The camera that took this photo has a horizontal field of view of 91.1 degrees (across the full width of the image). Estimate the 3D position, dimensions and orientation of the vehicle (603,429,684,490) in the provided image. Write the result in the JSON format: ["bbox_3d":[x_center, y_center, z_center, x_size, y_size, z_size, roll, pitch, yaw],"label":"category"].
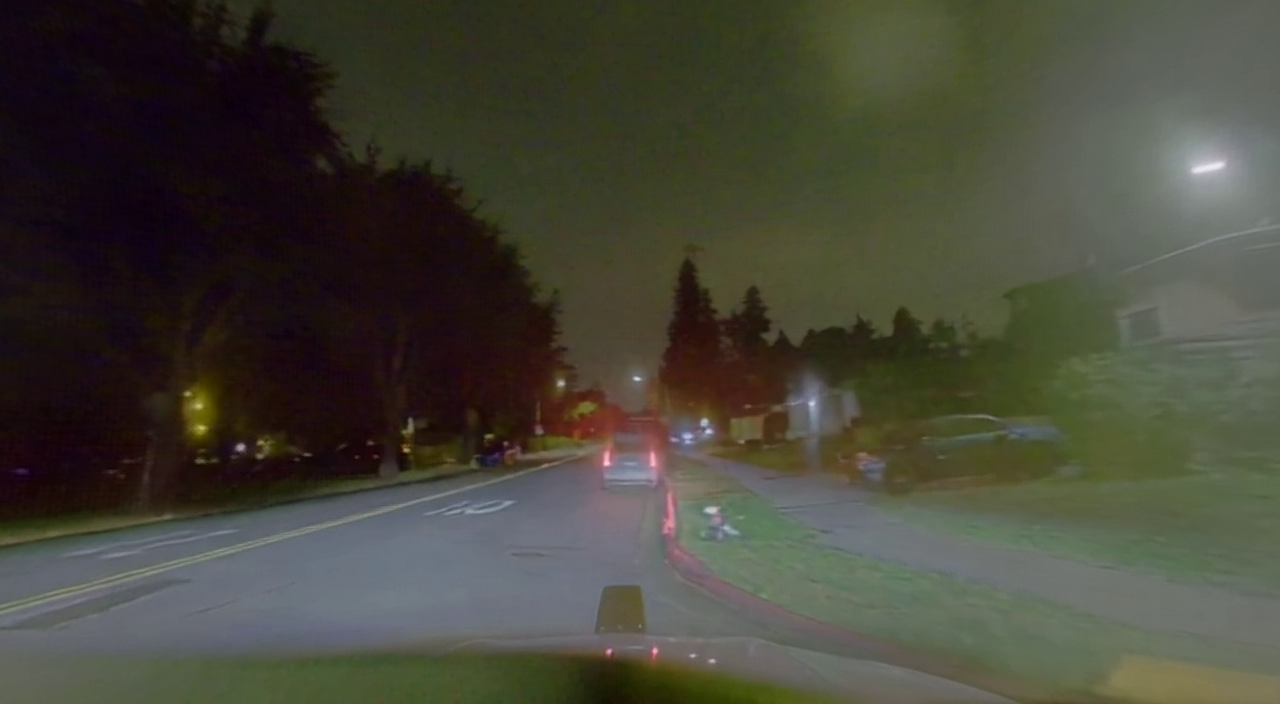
[{"bbox_3d":[0.126,3.311,19.653,2.242,1.661,4.273,0,-8,1],"label":"vehicle"}]

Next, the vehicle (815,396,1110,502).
[{"bbox_3d":[6.059,1.906,12.368,4.595,1.620,1.984,-4,-9,4],"label":"vehicle"}]

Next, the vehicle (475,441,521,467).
[{"bbox_3d":[-9.384,6.763,41.797,2.033,1.456,4.370,-4,-8,0],"label":"vehicle"}]
